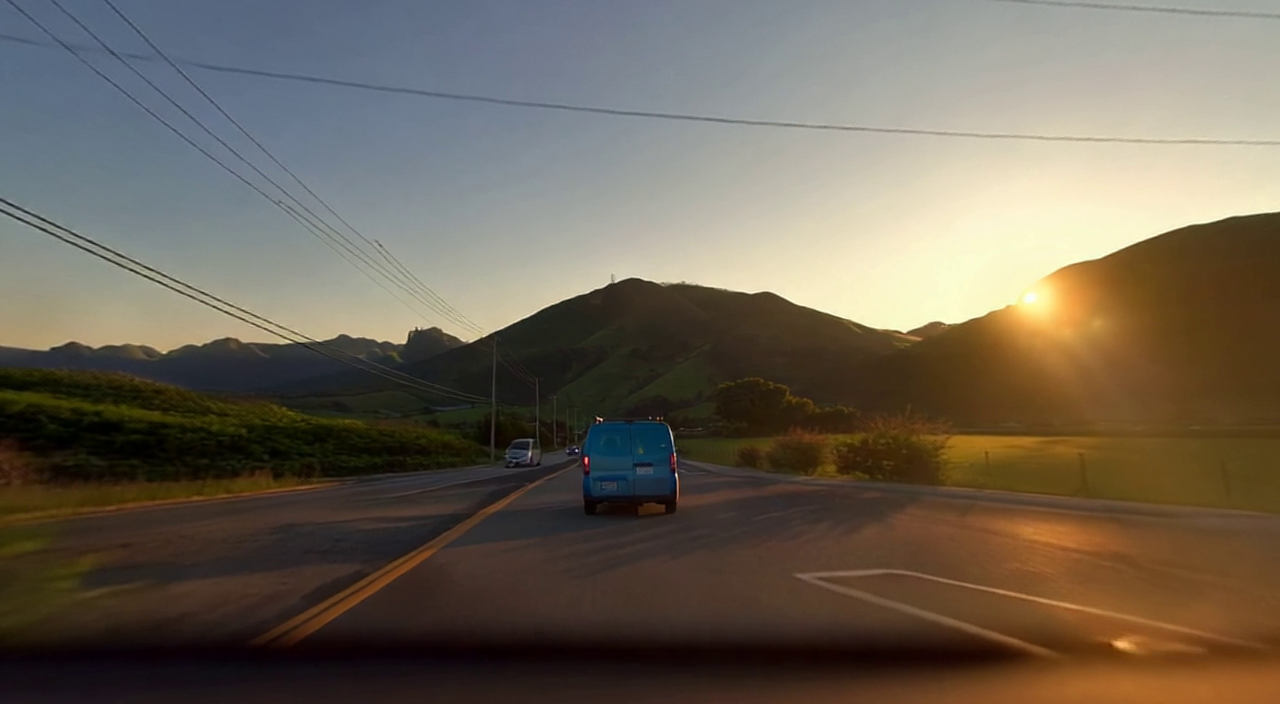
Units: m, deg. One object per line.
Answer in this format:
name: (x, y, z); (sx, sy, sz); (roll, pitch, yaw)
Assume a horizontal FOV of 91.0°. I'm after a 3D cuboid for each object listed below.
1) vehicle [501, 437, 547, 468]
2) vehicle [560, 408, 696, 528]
vehicle: (-9.105, 7.981, 49.832); (2.260, 2.264, 5.982); (0, -9, 2)
vehicle: (-0.309, 2.460, 13.709); (2.454, 2.144, 4.535); (0, -9, -2)
